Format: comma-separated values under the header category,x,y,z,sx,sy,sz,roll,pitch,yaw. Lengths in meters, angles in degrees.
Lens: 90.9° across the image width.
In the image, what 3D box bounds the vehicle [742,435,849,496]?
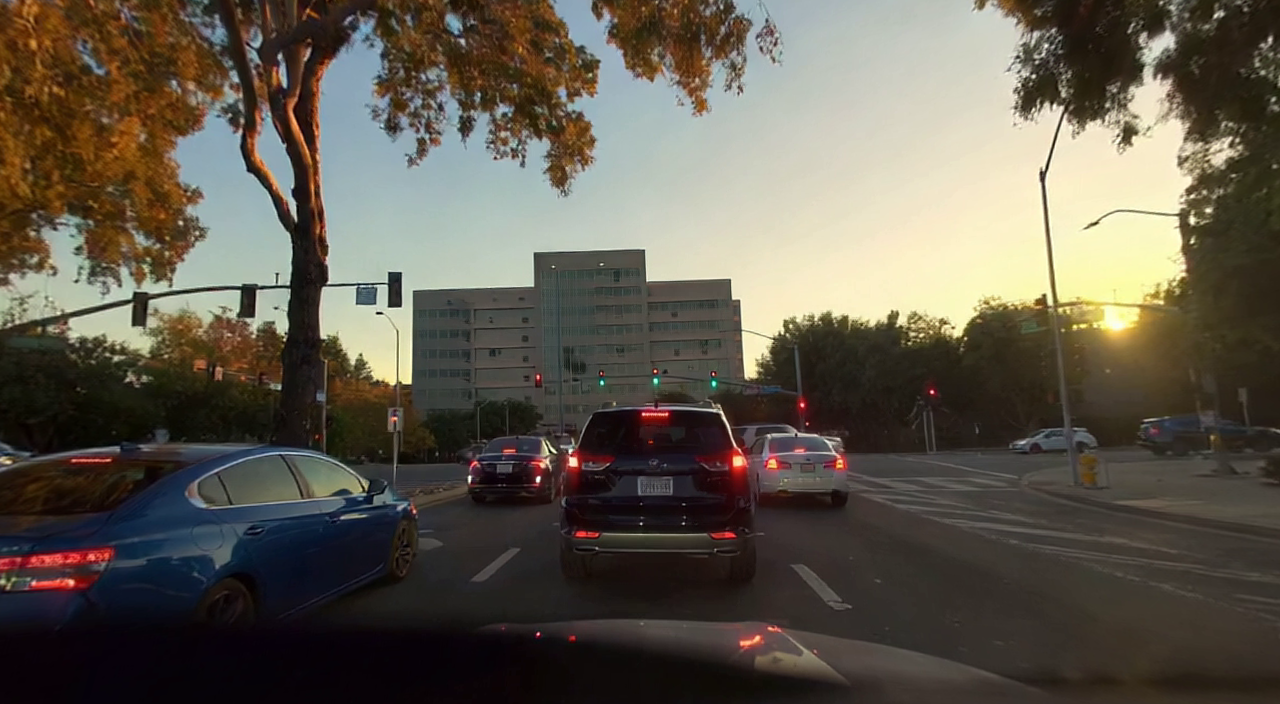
category,x,y,z,sx,sy,sz,roll,pitch,yaw
vehicle,4.099,3.056,17.343,1.979,1.453,4.011,0,-8,1

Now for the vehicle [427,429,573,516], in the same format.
category,x,y,z,sx,sy,sz,roll,pitch,yaw
vehicle,-2.677,2.407,13.087,1.851,1.502,4.042,0,-8,4

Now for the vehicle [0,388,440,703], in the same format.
category,x,y,z,sx,sy,sz,roll,pitch,yaw
vehicle,-3.216,1.206,4.477,1.958,1.494,4.624,0,-8,2

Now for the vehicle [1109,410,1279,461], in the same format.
category,x,y,z,sx,sy,sz,roll,pitch,yaw
vehicle,24.669,3.737,28.013,5.539,2.007,2.154,-3,-9,7

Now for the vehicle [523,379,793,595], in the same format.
category,x,y,z,sx,sy,sz,roll,pitch,yaw
vehicle,0.205,1.466,7.641,2.300,1.832,4.331,0,-8,1
